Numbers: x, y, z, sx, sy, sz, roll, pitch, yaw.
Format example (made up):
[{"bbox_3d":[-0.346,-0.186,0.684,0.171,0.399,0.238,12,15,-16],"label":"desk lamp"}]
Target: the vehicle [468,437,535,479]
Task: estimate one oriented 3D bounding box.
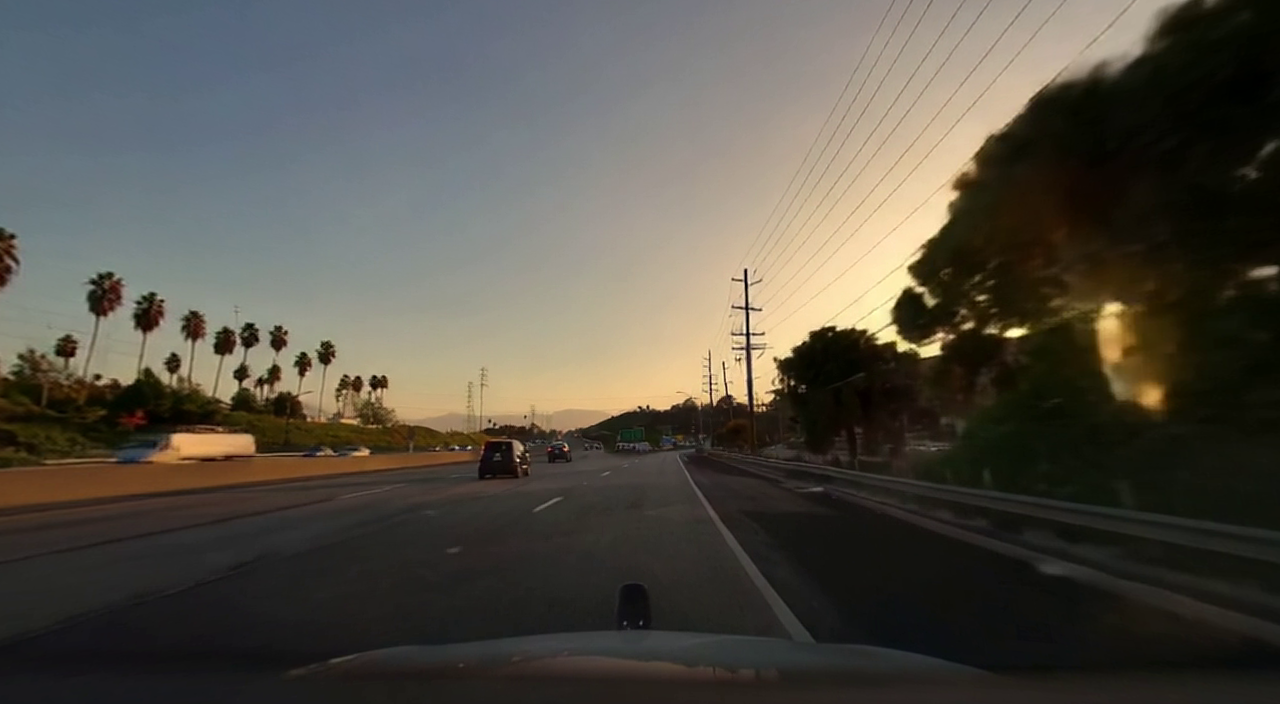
[{"bbox_3d":[-5.763,4.427,26.656,2.029,1.609,3.935,0,-8,-2],"label":"vehicle"}]
